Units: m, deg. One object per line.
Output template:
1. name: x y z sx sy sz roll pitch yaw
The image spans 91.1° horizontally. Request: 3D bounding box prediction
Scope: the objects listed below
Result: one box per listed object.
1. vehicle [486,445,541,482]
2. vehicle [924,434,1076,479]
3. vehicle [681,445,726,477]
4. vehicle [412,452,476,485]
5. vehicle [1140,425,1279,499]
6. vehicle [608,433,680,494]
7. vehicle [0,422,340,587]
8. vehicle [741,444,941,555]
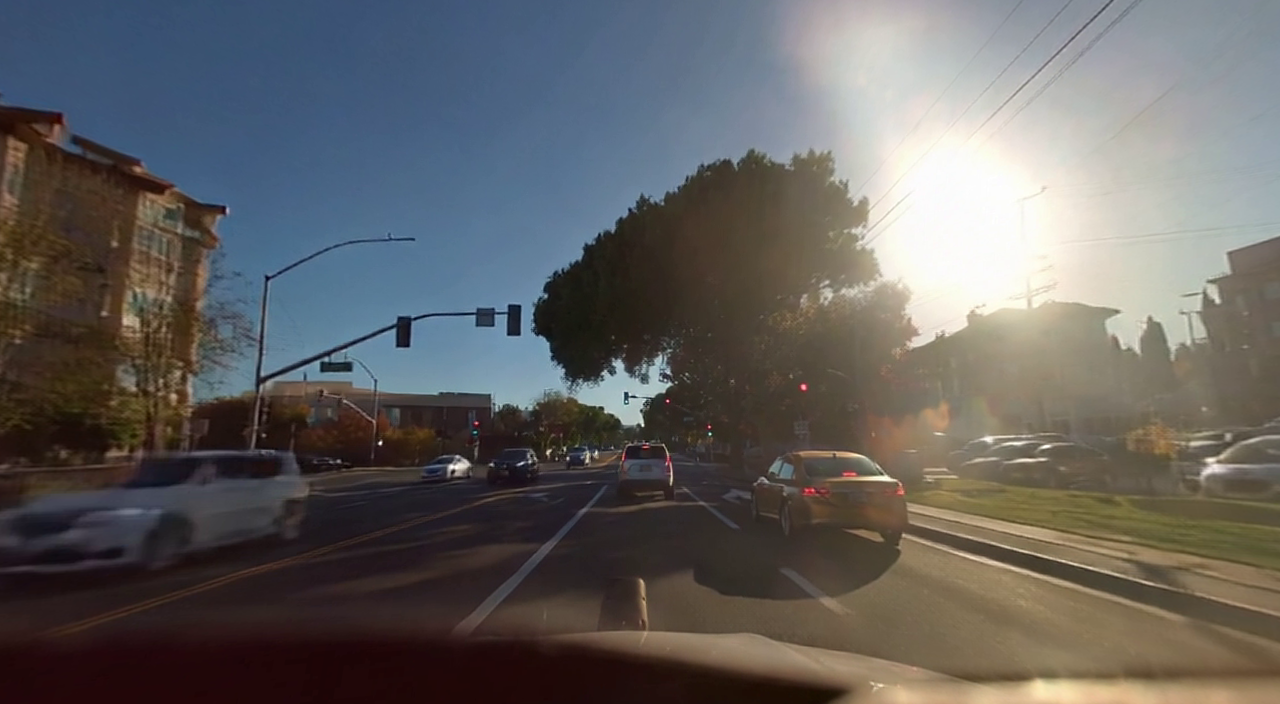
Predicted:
1. vehicle: -6.624 5.864 33.399 1.957 1.836 4.434 0 -9 1
2. vehicle: 13.666 3.977 24.047 4.507 1.610 2.045 0 -9 -1
3. vehicle: 3.656 6.354 36.906 2.138 1.729 4.178 0 -9 -1
4. vehicle: -10.208 6.072 33.027 1.943 1.552 4.670 0 -9 -1
5. vehicle: 13.686 2.409 13.723 3.899 1.437 1.857 2 -8 2
6. vehicle: 0.124 3.922 22.405 2.296 1.947 4.168 0 -9 0
7. vehicle: -6.490 2.008 9.126 2.092 1.802 4.270 0 -9 0
8. vehicle: 3.098 2.340 10.806 1.900 1.478 4.425 0 -9 -1
